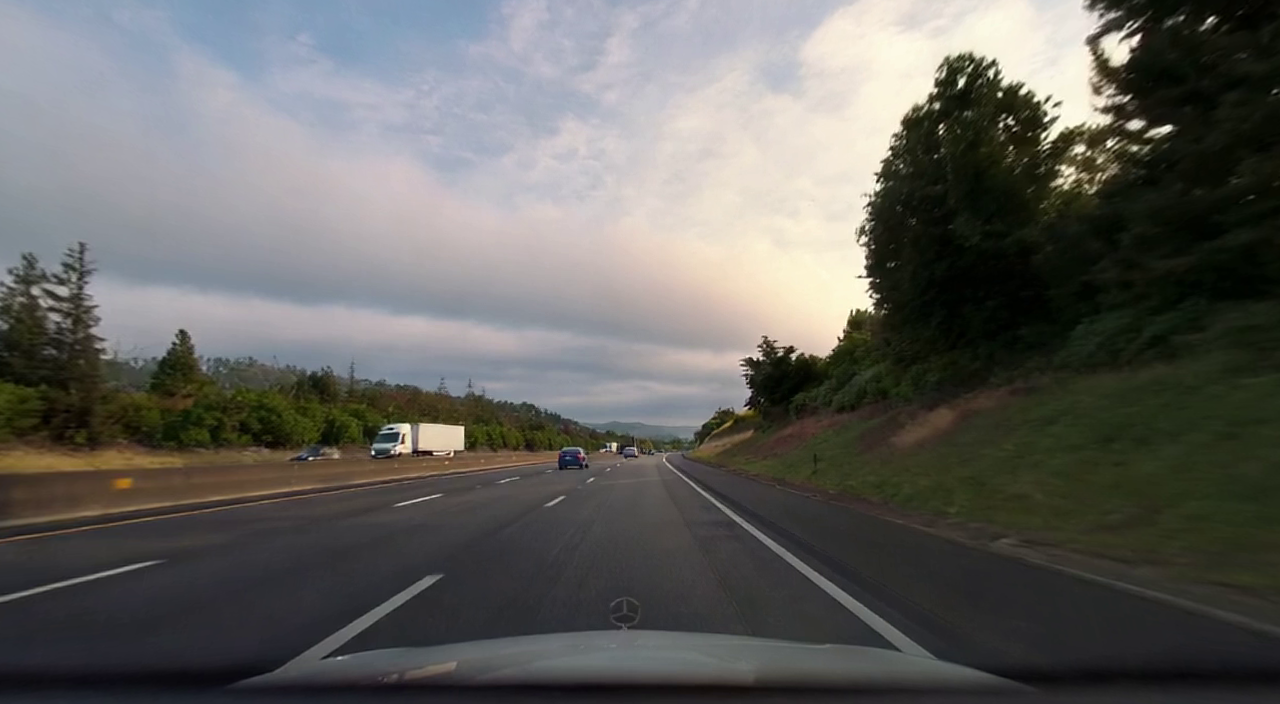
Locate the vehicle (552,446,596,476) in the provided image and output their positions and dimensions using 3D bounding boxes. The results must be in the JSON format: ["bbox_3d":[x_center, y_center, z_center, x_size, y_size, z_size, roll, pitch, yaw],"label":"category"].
[{"bbox_3d":[-3.444,5.788,33.715,1.858,1.459,4.091,0,-9,1],"label":"vehicle"}]
